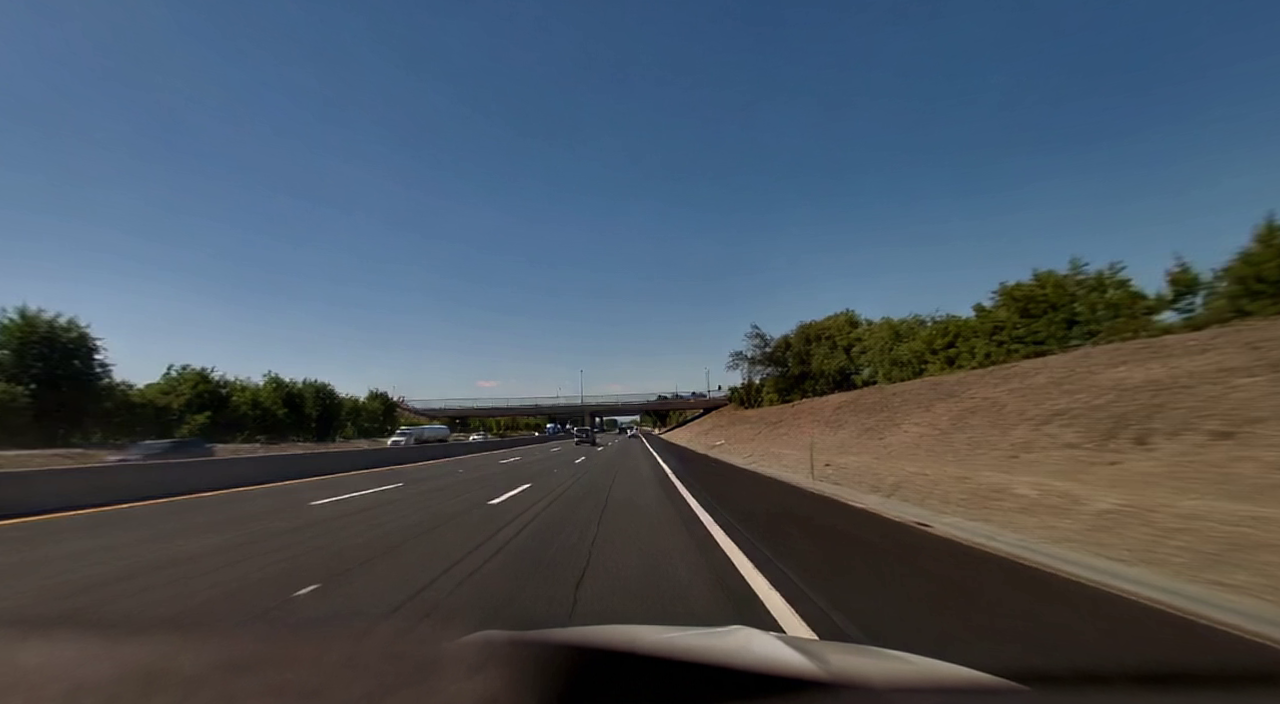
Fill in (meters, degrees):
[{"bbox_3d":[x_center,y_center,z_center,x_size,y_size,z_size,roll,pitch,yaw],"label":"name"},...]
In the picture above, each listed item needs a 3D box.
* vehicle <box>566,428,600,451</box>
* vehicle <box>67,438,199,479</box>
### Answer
[{"bbox_3d":[-4.325,6.663,48.100,2.152,1.679,4.442,0,-8,0],"label":"vehicle"},{"bbox_3d":[-20.159,4.219,25.245,1.805,1.474,4.175,0,-8,0],"label":"vehicle"}]
